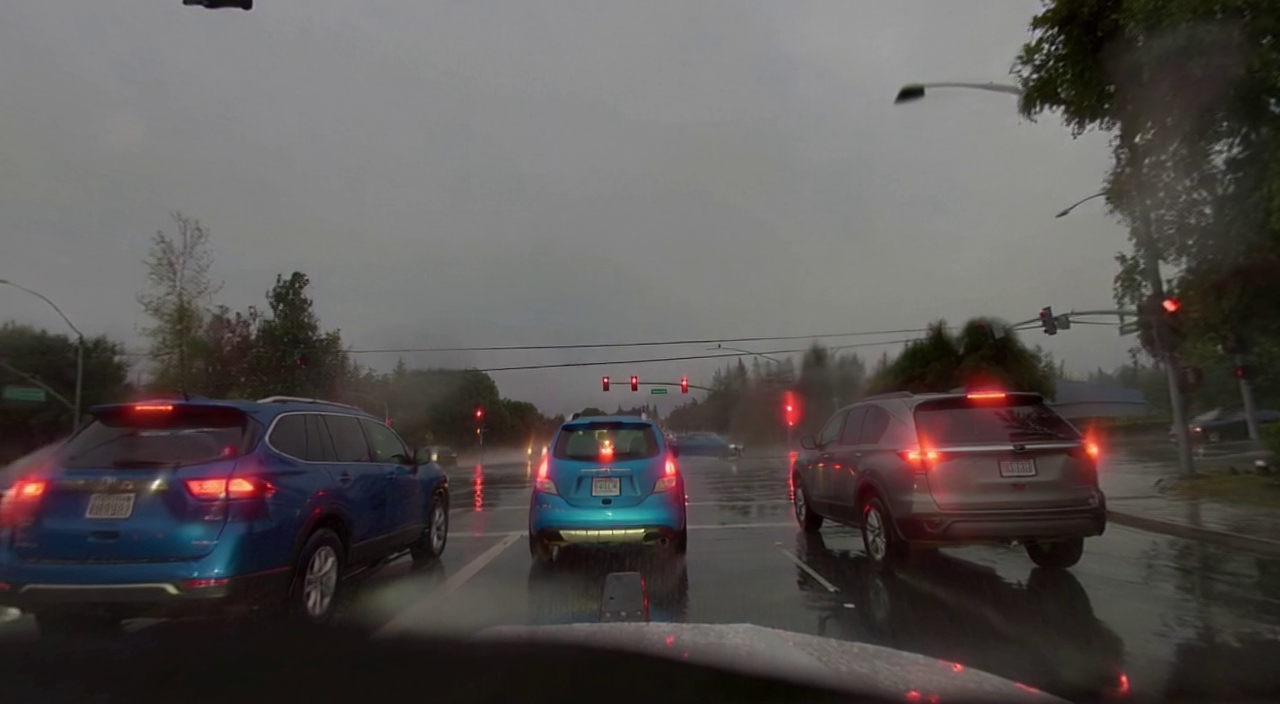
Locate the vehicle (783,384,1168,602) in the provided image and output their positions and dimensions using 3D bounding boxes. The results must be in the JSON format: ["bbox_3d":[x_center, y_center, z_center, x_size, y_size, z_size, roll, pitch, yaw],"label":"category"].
[{"bbox_3d":[3.272,1.486,7.510,2.083,1.779,4.532,0,-8,0],"label":"vehicle"}]

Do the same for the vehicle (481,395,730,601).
[{"bbox_3d":[-0.239,1.512,7.319,2.067,1.702,3.987,0,-8,2],"label":"vehicle"}]

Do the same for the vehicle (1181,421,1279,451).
[{"bbox_3d":[32.788,4.654,34.762,4.175,1.634,1.877,1,-8,-4],"label":"vehicle"}]

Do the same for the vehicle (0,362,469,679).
[{"bbox_3d":[-3.281,1.283,5.895,2.047,1.810,4.414,0,-8,1],"label":"vehicle"}]
